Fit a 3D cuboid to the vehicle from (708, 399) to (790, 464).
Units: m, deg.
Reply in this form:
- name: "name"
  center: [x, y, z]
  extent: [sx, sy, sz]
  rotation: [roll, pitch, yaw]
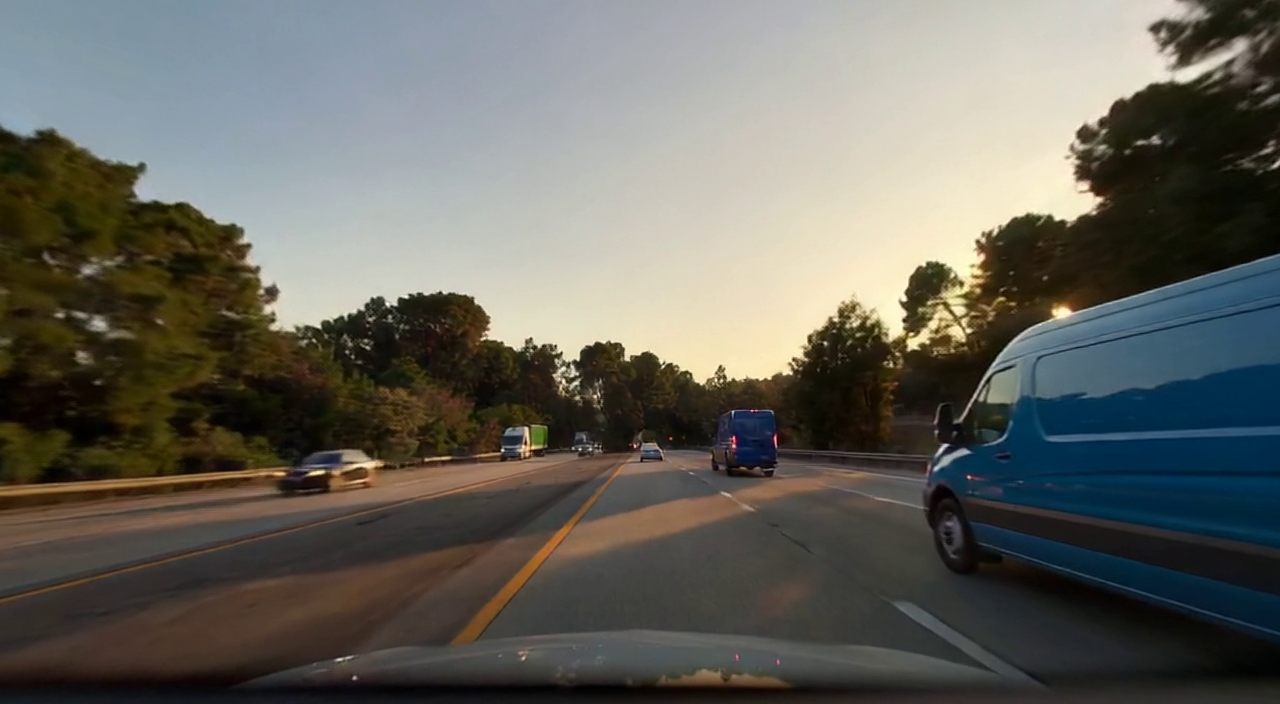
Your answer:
- name: "vehicle"
  center: [7.932, 6.349, 49.047]
  extent: [3.479, 4.156, 17.231]
  rotation: [0, -8, 1]

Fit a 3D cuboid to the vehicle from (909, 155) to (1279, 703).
- name: "vehicle"
  center: [4.175, 0.485, 3.271]
  extent: [2.393, 2.679, 7.059]
  rotation: [0, -8, 0]

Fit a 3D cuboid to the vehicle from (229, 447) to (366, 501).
- name: "vehicle"
  center: [-11.245, 3.997, 21.105]
  extent: [1.930, 1.540, 4.640]
  rotation: [0, -8, 1]

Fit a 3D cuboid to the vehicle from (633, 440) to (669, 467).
- name: "vehicle"
  center: [0.703, 6.359, 39.526]
  extent: [2.121, 1.590, 4.434]
  rotation: [0, -8, 1]
